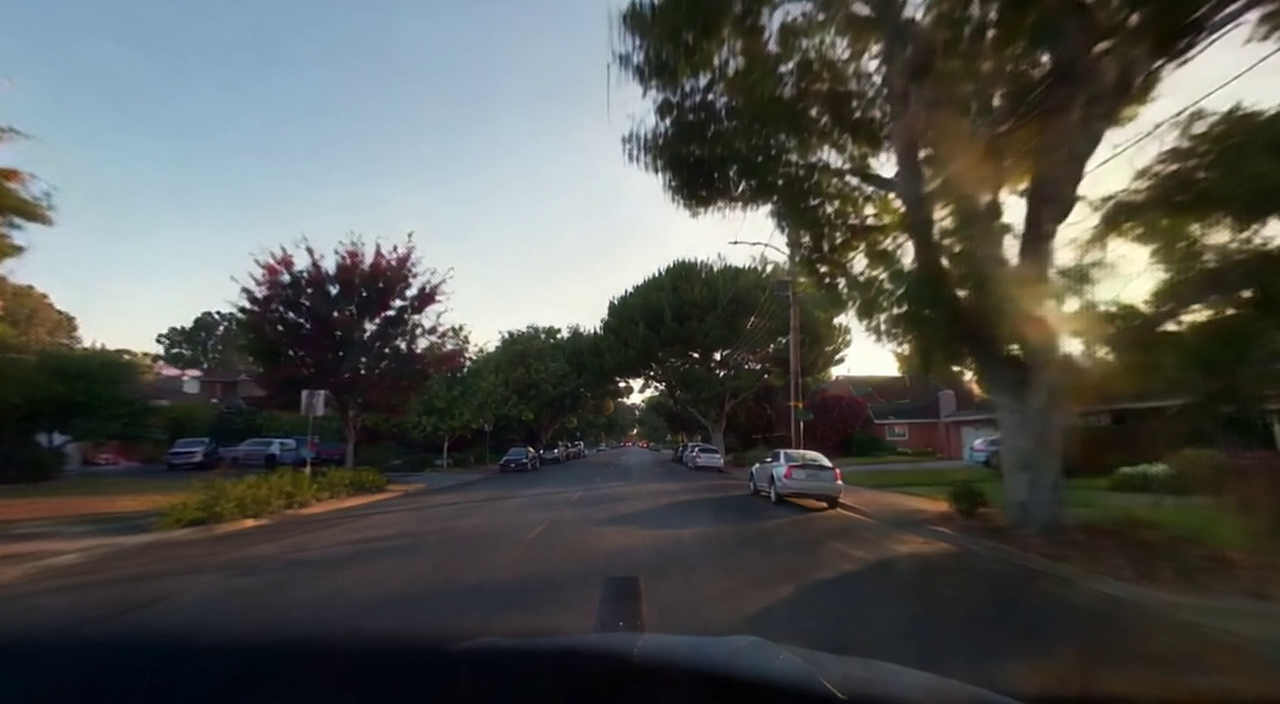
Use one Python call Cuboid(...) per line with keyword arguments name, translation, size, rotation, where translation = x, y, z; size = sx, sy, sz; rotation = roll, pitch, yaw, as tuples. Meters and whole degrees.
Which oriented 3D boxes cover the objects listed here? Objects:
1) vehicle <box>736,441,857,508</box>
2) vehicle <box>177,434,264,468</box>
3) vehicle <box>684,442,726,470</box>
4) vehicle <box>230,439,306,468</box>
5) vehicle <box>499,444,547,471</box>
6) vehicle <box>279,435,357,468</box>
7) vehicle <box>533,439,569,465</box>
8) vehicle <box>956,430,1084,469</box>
Cuboid(name="vehicle", translation=(3.710, 2.977, 15.790), size=(1.782, 1.439, 4.037), rotation=(1, -9, -3))
Cuboid(name="vehicle", translation=(-23.277, 5.530, 35.280), size=(1.879, 1.761, 4.199), rotation=(0, -9, 1))
Cuboid(name="vehicle", translation=(3.480, 5.660, 34.479), size=(1.763, 1.432, 4.323), rotation=(0, -9, -1))
Cuboid(name="vehicle", translation=(-20.418, 5.613, 34.908), size=(1.791, 1.500, 3.846), rotation=(0, -9, 1))
Cuboid(name="vehicle", translation=(-6.653, 6.043, 36.384), size=(2.031, 1.454, 4.410), rotation=(0, -9, -1))
Cuboid(name="vehicle", translation=(-18.021, 5.600, 35.607), size=(1.925, 1.750, 4.489), rotation=(0, -9, 1))
Cuboid(name="vehicle", translation=(-6.570, 7.442, 47.145), size=(2.031, 1.799, 4.587), rotation=(0, -9, -1))
Cuboid(name="vehicle", translation=(16.664, 4.301, 27.886), size=(4.355, 1.674, 1.914), rotation=(0, -9, 0))
